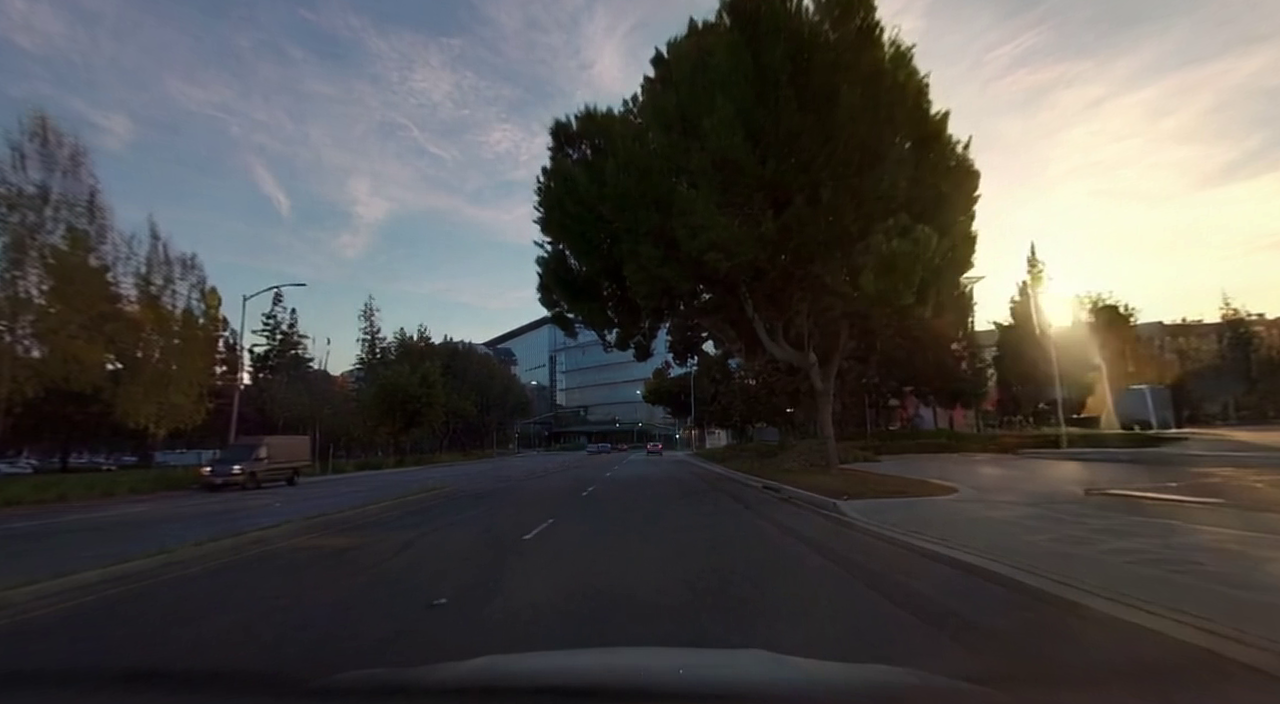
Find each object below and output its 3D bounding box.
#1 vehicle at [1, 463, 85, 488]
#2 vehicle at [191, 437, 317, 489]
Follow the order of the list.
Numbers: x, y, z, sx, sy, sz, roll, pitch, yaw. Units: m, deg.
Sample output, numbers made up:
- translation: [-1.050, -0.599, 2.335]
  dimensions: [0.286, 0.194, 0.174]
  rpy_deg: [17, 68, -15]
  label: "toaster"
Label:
- translation: [-41.725, 8.617, 43.921]
  dimensions: [4.294, 1.512, 1.800]
  rpy_deg: [-3, -9, 5]
  label: "vehicle"
- translation: [-17.456, 5.019, 28.837]
  dimensions: [2.331, 2.109, 5.400]
  rpy_deg: [0, -8, 0]
  label: "vehicle"
